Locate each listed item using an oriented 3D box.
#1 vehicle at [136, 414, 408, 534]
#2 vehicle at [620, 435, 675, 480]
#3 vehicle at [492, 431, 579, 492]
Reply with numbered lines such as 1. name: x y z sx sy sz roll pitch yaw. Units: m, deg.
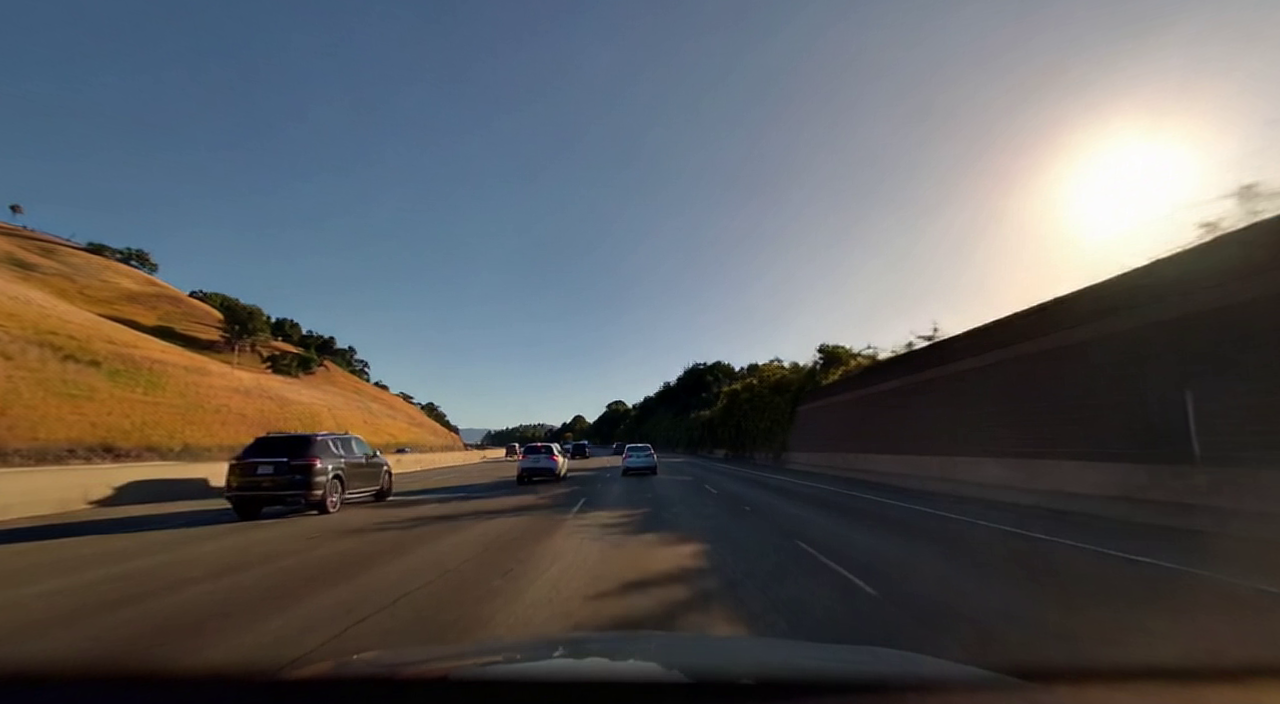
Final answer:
1. vehicle: -6.706 2.294 12.474 2.108 1.856 5.214 0 -9 1
2. vehicle: 0.292 4.603 27.716 2.233 1.804 4.273 0 -9 -1
3. vehicle: -3.404 3.672 21.483 2.093 1.820 4.506 0 -9 1
